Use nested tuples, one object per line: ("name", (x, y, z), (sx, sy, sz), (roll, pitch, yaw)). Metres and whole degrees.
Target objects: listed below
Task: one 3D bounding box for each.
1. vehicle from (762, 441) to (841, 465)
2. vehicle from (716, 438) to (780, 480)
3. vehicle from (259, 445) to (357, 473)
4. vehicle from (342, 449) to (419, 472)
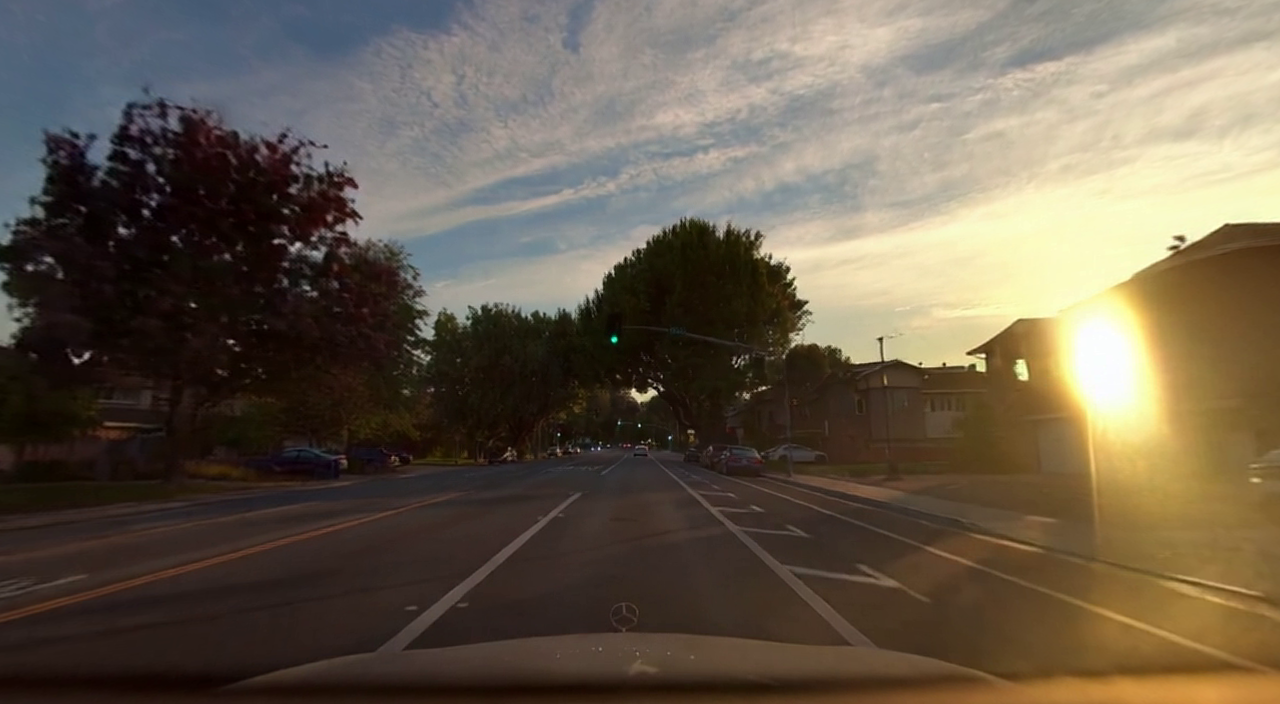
("vehicle", (11.111, 6.976, 43.527), (4.875, 1.609, 1.954), (0, -9, 1))
("vehicle", (5.181, 5.210, 30.811), (2.164, 1.729, 4.488), (4, -9, -1))
("vehicle", (-18.235, 5.899, 34.728), (4.355, 1.482, 1.794), (0, -9, 0))
("vehicle", (-17.685, 7.398, 43.037), (4.349, 1.457, 1.997), (1, -8, -2))
